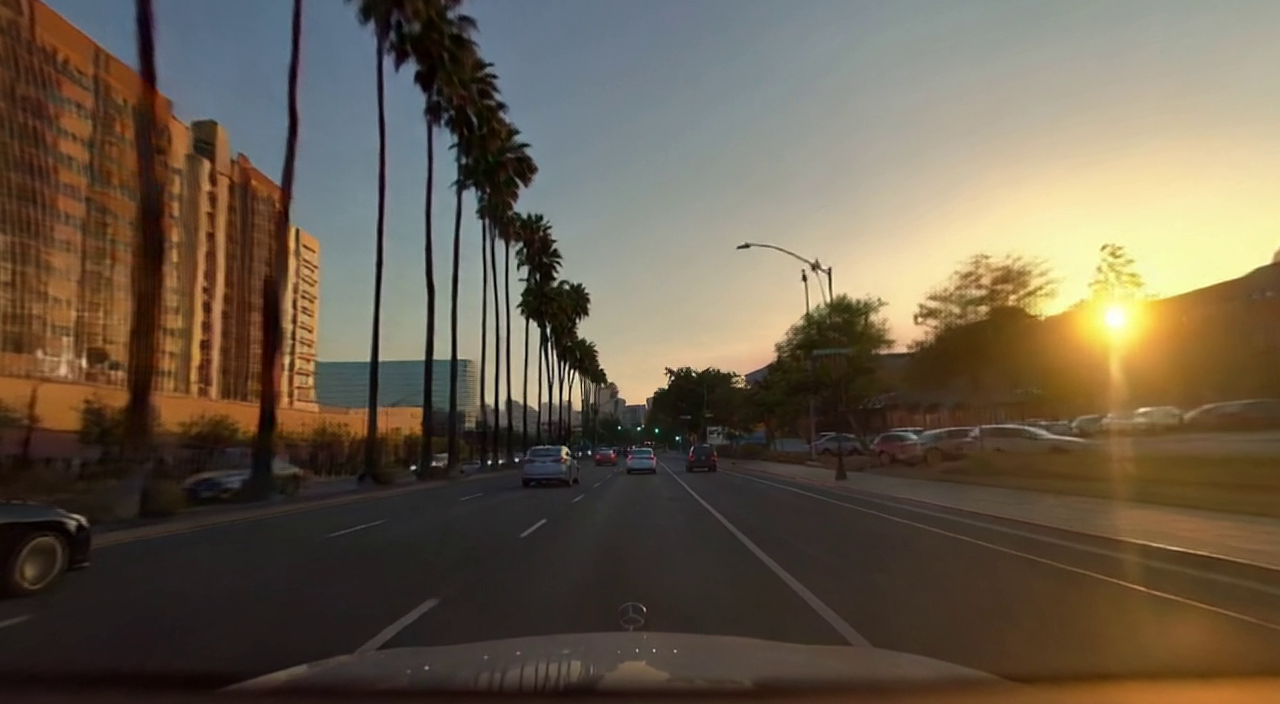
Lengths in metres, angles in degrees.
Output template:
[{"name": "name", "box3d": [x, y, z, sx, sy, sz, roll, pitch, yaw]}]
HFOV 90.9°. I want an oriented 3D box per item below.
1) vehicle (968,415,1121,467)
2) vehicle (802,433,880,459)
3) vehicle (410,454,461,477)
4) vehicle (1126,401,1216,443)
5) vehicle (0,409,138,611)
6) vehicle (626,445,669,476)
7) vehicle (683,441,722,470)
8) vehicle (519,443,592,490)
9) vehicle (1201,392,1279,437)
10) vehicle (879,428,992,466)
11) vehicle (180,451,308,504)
[{"name": "vehicle", "box3d": [12.747, 2.796, 19.824, 4.749, 1.457, 1.806, 3, -11, -28]}, {"name": "vehicle", "box3d": [12.322, 5.785, 38.606, 4.378, 1.463, 1.824, 5, -9, -23]}, {"name": "vehicle", "box3d": [-14.023, 7.822, 43.572, 1.923, 1.454, 4.520, 0, -9, 1]}, {"name": "vehicle", "box3d": [23.327, 3.060, 27.634, 4.049, 1.503, 1.847, 2, -12, -36]}, {"name": "vehicle", "box3d": [-6.583, 1.234, 4.587, 2.030, 1.730, 4.506, 0, -9, 1]}, {"name": "vehicle", "box3d": [0.380, 5.670, 33.211, 2.147, 1.507, 3.953, 0, -9, 1]}, {"name": "vehicle", "box3d": [4.076, 6.838, 41.808, 2.108, 1.785, 4.334, 0, -9, -1]}, {"name": "vehicle", "box3d": [-2.921, 4.076, 22.786, 1.908, 1.505, 4.369, 0, -9, 2]}, {"name": "vehicle", "box3d": [23.324, 2.442, 23.950, 4.576, 1.511, 1.801, 6, -10, -34]}, {"name": "vehicle", "box3d": [12.151, 3.920, 25.924, 4.284, 1.450, 1.927, 5, -10, -28]}, {"name": "vehicle", "box3d": [-14.247, 4.499, 23.037, 1.841, 1.697, 4.289, 0, -9, 1]}]
